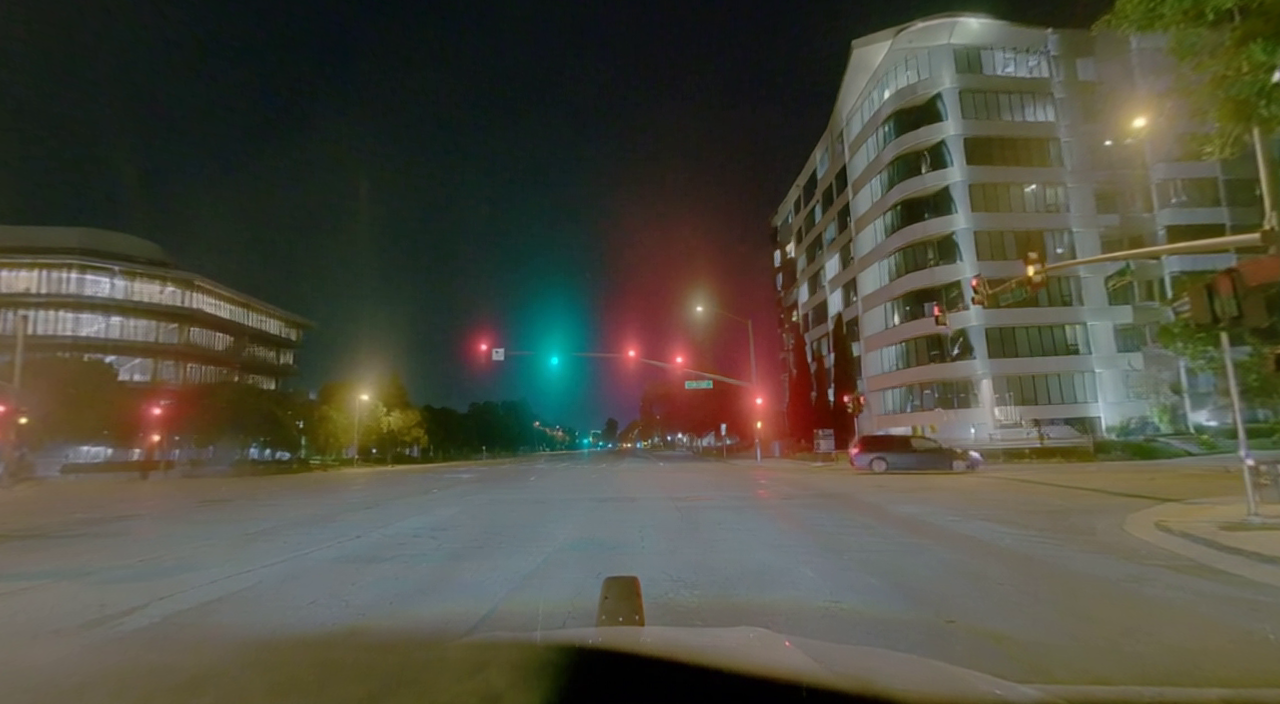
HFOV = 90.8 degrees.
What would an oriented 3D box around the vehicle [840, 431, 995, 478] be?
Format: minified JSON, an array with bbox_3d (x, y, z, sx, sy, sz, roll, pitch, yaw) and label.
[{"bbox_3d":[11.303,4.218,26.114,5.357,1.814,2.141,-1,-8,4],"label":"vehicle"}]
